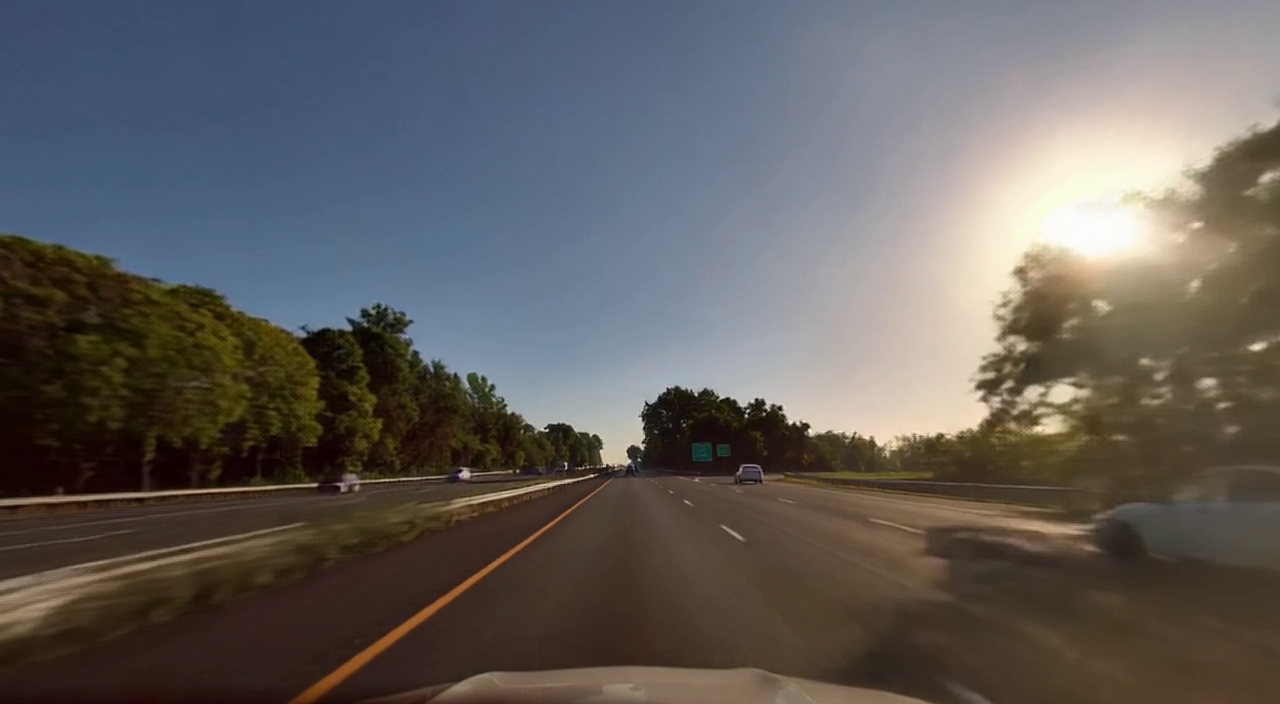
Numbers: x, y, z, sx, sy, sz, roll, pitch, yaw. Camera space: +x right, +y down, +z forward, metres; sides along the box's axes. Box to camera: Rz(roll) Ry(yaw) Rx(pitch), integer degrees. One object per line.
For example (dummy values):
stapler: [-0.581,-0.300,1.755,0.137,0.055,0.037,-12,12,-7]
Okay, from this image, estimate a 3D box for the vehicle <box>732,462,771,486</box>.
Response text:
vehicle: [7.814,8.620,44.698,1.951,1.566,4.616,1,-10,0]

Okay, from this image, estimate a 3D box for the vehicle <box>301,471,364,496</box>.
vehicle: [-20.067,8.581,41.257,1.795,1.513,3.900,-1,-10,7]

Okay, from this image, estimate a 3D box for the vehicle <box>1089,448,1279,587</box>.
vehicle: [7.906,1.900,7.374,2.024,1.476,4.352,1,-10,-1]
